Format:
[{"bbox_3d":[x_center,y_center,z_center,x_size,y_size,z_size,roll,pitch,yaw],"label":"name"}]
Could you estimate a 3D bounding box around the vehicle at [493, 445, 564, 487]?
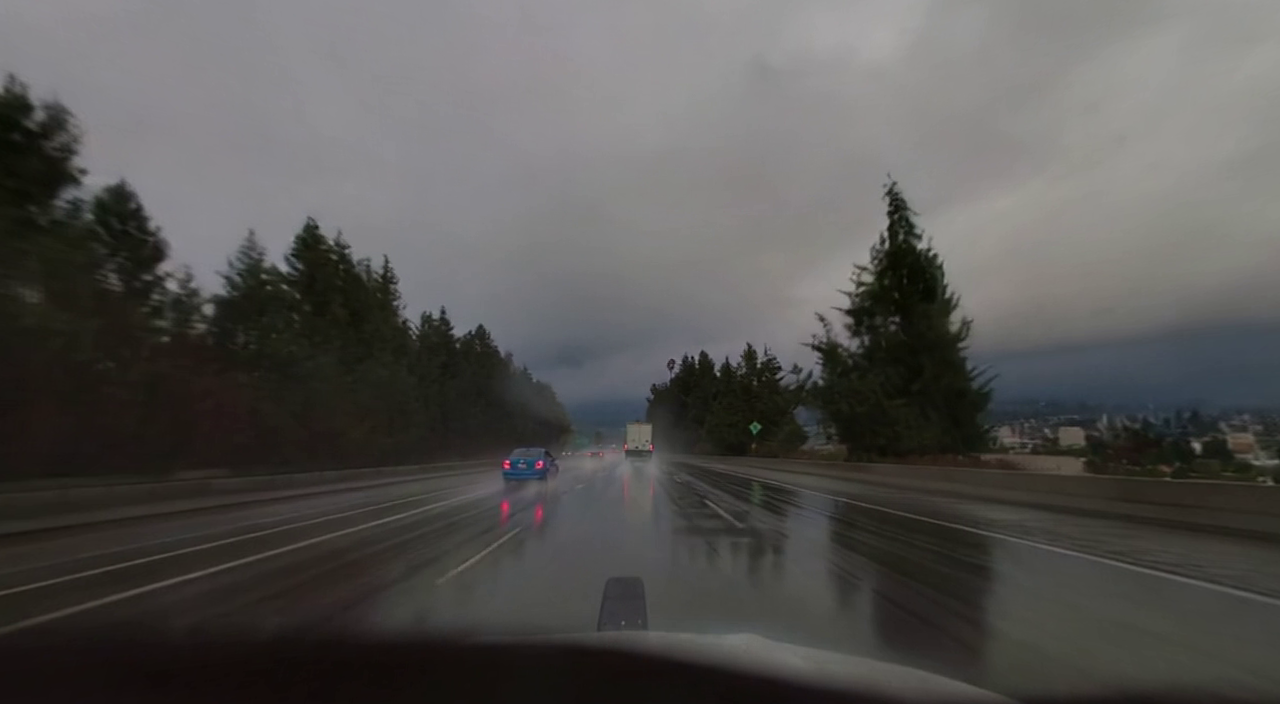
[{"bbox_3d":[-4.268,4.433,24.869,1.916,1.506,4.476,0,-9,1],"label":"vehicle"}]
